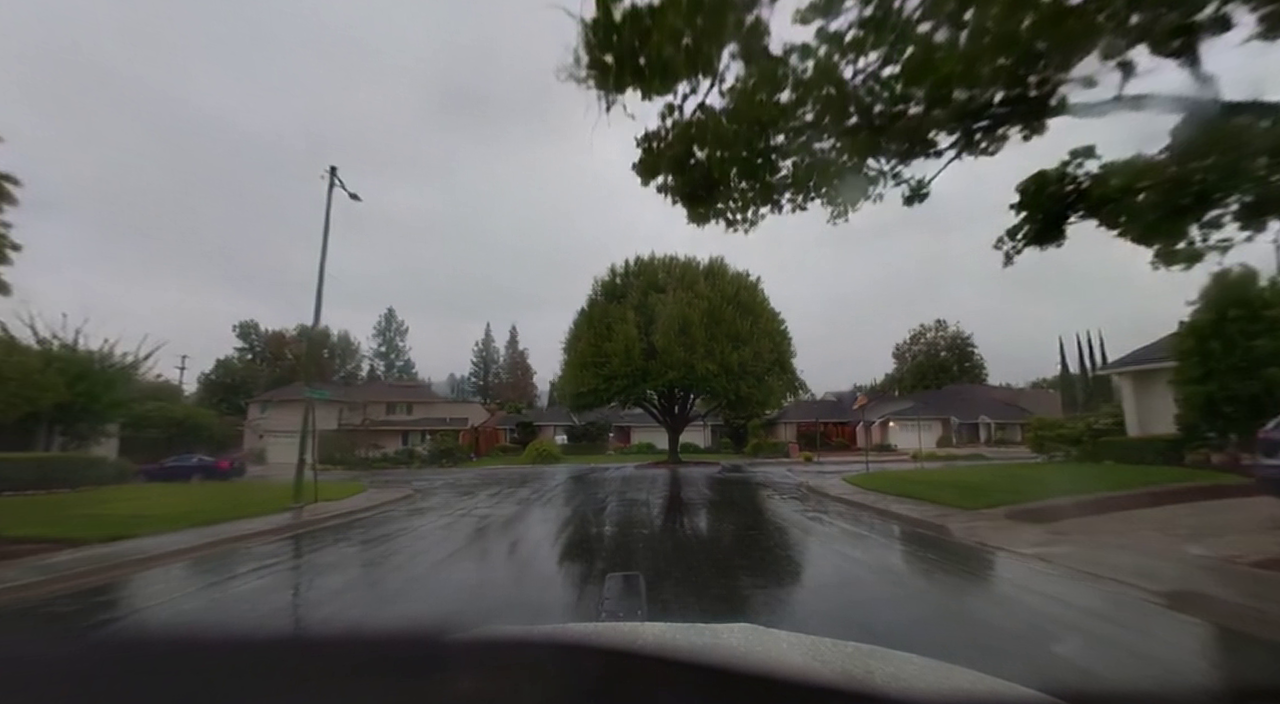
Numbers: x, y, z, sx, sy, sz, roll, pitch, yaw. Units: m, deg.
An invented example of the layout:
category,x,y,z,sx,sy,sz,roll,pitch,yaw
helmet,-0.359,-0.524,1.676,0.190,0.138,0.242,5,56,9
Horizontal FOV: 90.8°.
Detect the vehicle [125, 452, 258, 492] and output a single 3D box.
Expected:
category,x,y,z,sx,sy,sz,roll,pitch,yaw
vehicle,-20.993,5.608,29.712,4.594,1.778,2.055,0,-9,0
